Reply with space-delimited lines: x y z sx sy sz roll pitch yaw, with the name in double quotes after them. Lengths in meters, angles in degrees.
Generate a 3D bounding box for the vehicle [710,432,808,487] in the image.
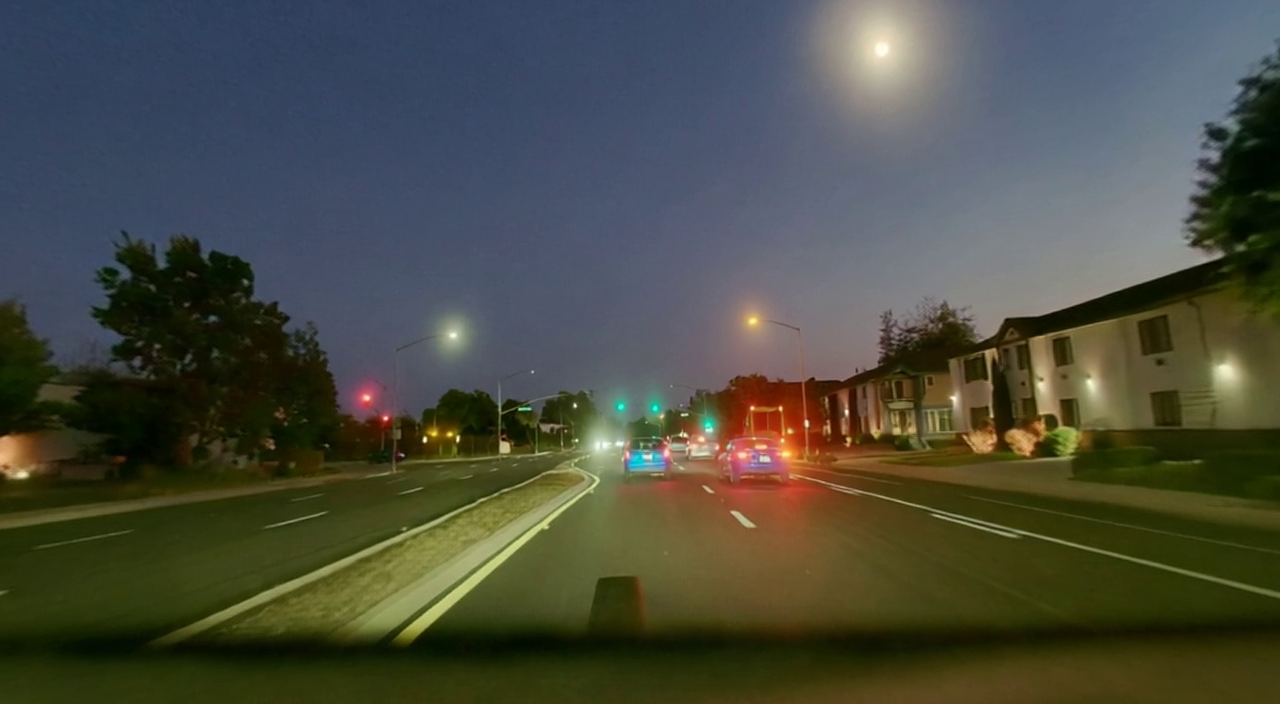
3.573 3.329 19.917 2.161 1.519 4.568 0 -8 0 "vehicle"

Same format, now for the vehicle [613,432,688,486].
0.302 3.309 19.761 2.093 1.497 4.010 0 -8 0 "vehicle"
